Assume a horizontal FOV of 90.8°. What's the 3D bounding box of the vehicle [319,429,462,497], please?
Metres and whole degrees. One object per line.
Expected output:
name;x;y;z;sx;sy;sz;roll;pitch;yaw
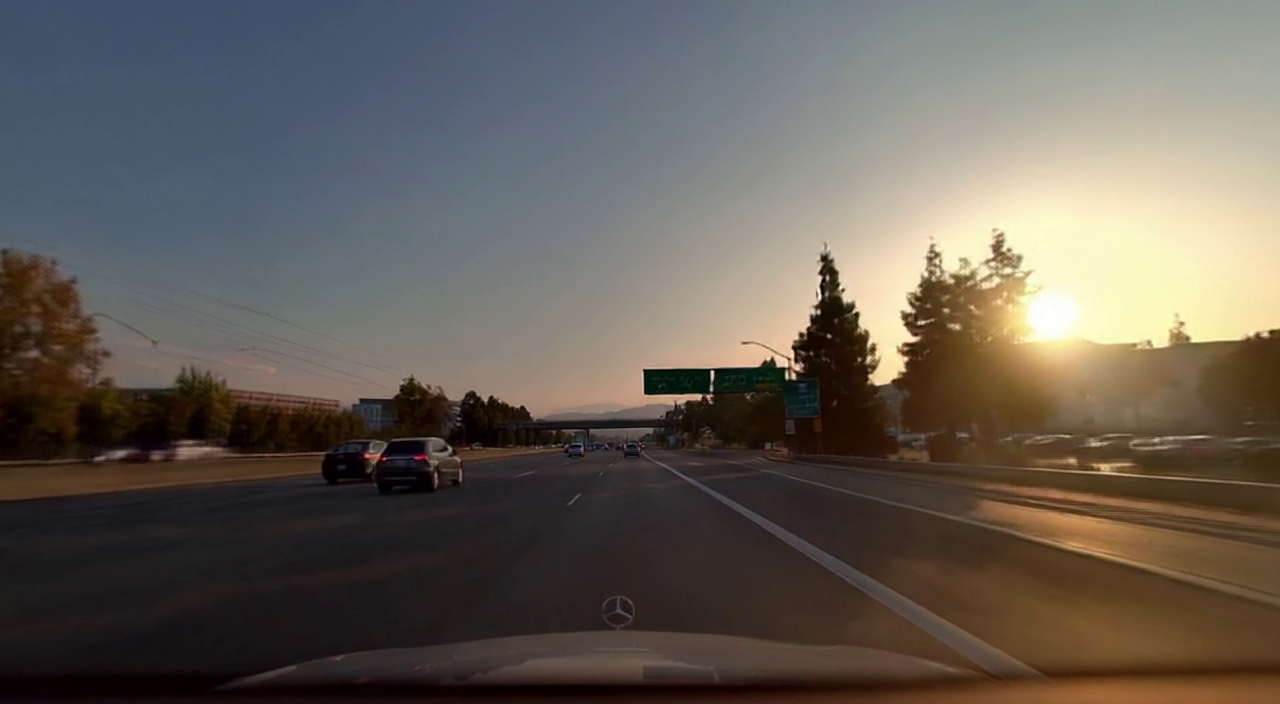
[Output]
vehicle;-6.720;3.051;17.728;2.016;1.606;4.806;1;-8;1
